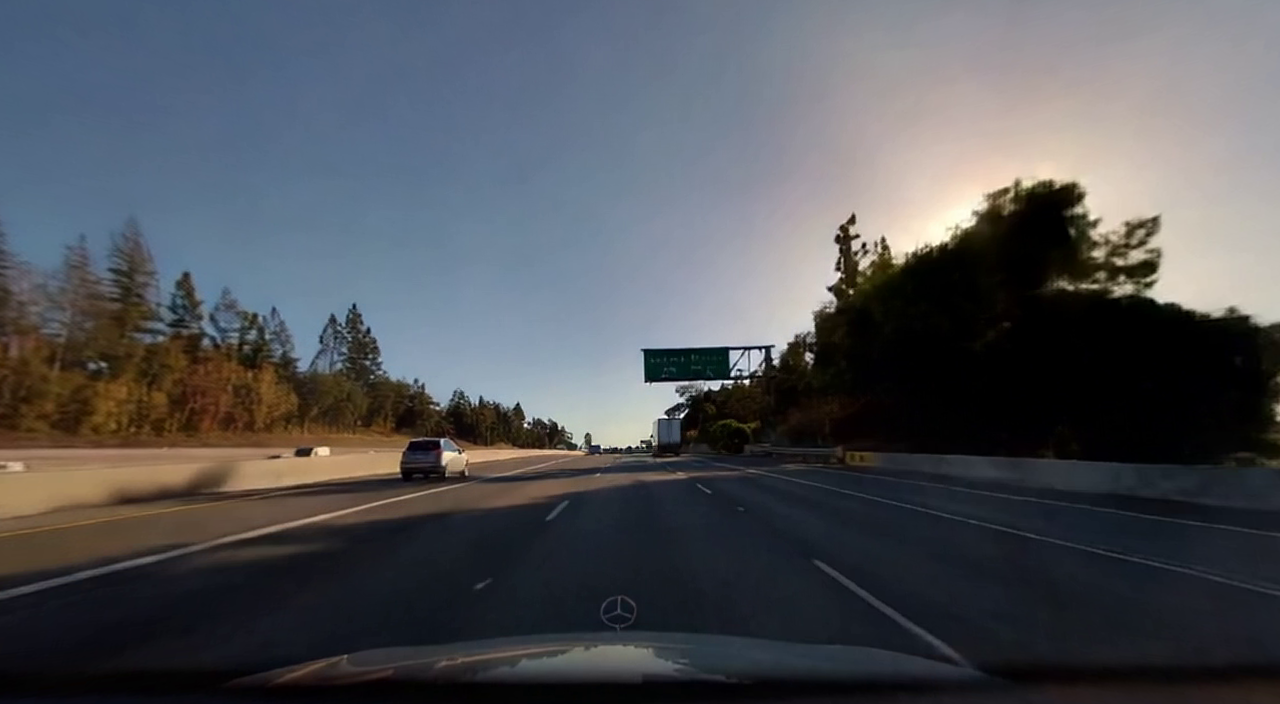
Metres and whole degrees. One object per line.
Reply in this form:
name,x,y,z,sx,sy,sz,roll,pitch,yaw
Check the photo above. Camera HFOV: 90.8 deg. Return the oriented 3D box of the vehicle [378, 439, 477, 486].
vehicle,-7.483,3.937,22.816,2.033,1.494,4.508,0,-9,0
